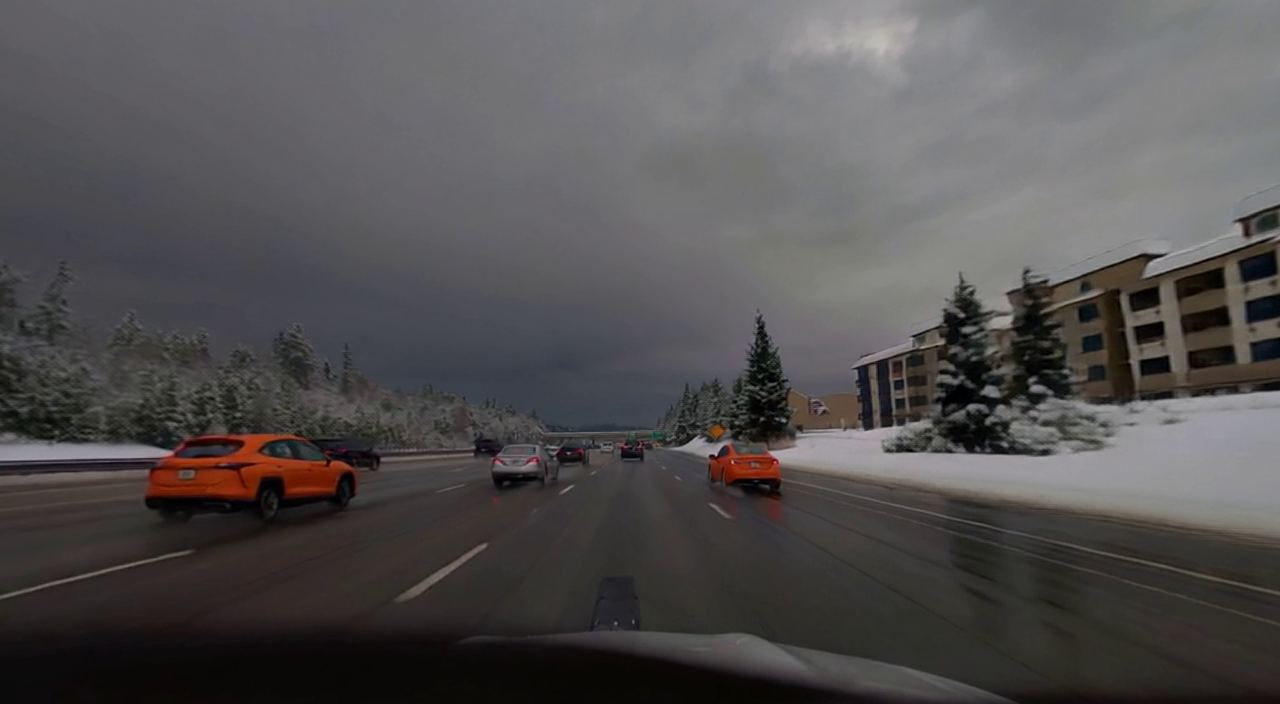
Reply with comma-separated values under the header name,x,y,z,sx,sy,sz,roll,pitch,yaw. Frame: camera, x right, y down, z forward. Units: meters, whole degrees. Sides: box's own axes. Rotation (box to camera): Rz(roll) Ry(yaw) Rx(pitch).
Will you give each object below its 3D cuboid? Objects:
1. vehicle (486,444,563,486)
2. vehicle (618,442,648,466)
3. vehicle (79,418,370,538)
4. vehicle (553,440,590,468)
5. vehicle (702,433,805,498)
name,x,y,z,sx,sy,sz,roll,pitch,yaw
vehicle,-4.238,4.229,23.999,2.124,1.426,4.444,0,-8,-1
vehicle,-0.521,7.305,45.465,2.053,1.650,3.945,0,-9,-1
vehicle,-7.326,2.268,12.059,2.086,1.776,5.080,0,-9,0
vehicle,-4.564,6.840,42.574,2.044,1.774,4.329,0,-9,0
vehicle,3.158,3.258,18.604,2.061,1.658,4.417,0,-8,-2
